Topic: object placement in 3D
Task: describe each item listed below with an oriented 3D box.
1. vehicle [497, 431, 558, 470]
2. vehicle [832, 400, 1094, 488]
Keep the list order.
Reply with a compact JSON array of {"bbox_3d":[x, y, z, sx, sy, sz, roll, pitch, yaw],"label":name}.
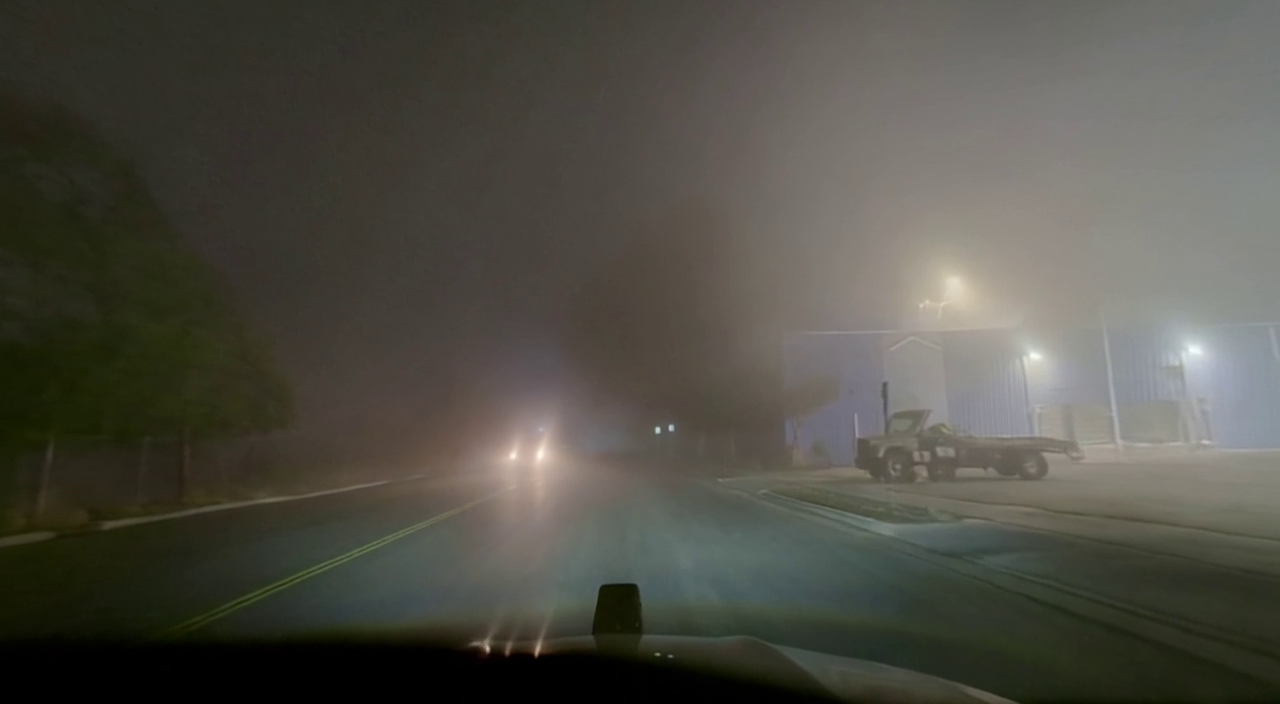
[{"bbox_3d":[-6.756,6.048,38.933,2.770,2.135,6.329,0,-8,-2],"label":"vehicle"},{"bbox_3d":[10.413,3.002,20.829,7.188,2.416,2.528,-2,-9,-4],"label":"vehicle"}]
